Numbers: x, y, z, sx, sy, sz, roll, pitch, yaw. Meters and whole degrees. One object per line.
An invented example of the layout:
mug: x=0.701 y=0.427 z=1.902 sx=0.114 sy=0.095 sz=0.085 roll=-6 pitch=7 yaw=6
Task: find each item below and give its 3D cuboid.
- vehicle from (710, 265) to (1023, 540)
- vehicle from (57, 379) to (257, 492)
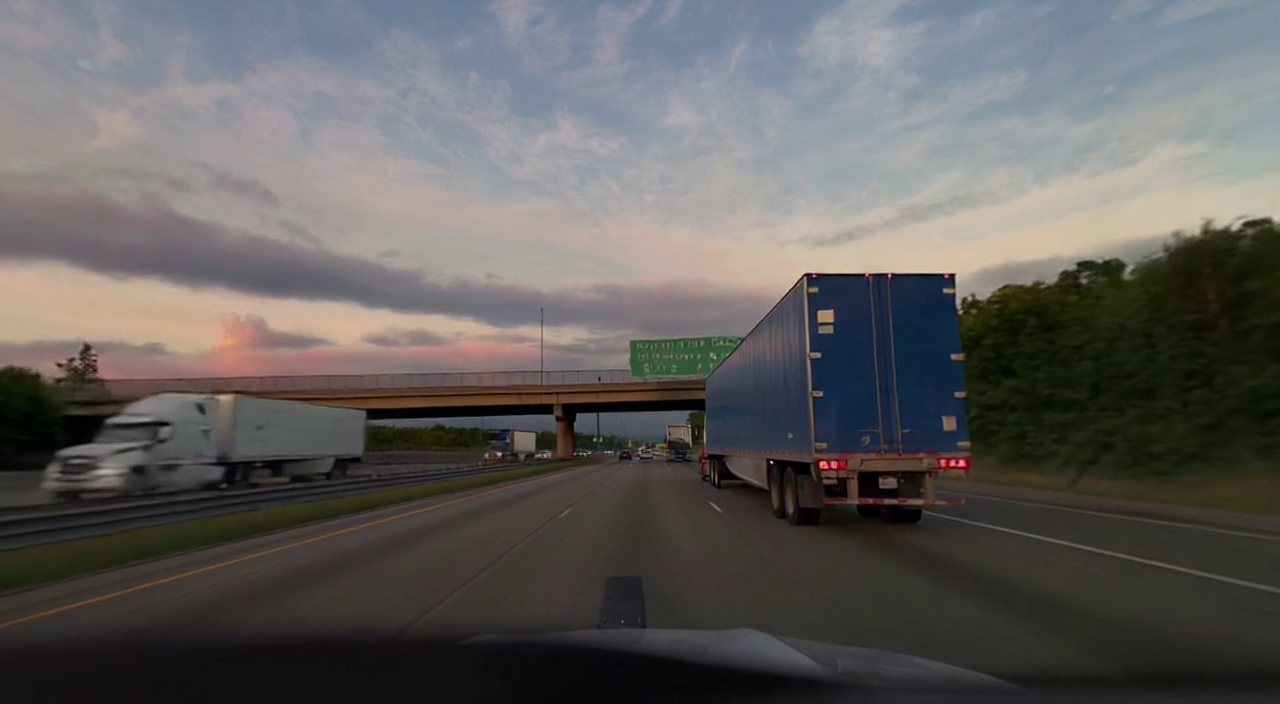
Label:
vehicle: x=4.046 y=1.772 z=16.308 sx=2.825 sy=4.054 sz=14.210 roll=0 pitch=-9 yaw=0
vehicle: x=-18.746 y=3.386 z=25.106 sx=2.994 sy=3.938 sz=5.901 roll=0 pitch=-9 yaw=0
